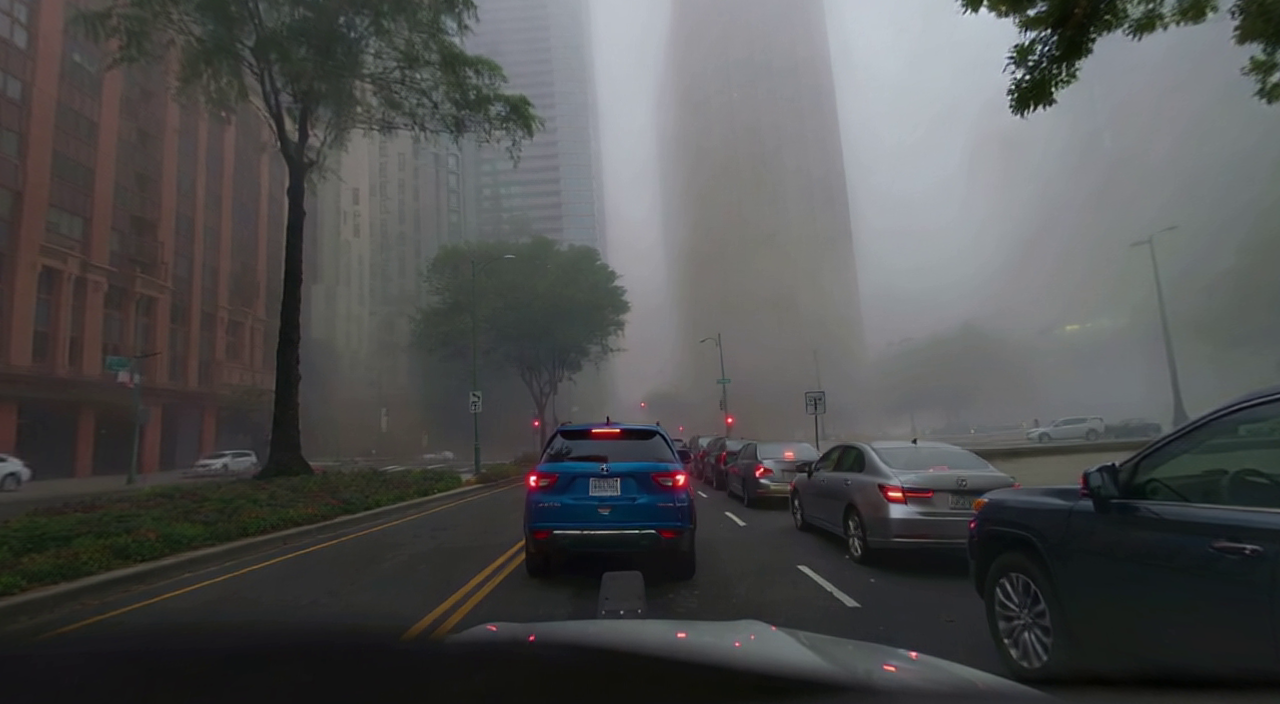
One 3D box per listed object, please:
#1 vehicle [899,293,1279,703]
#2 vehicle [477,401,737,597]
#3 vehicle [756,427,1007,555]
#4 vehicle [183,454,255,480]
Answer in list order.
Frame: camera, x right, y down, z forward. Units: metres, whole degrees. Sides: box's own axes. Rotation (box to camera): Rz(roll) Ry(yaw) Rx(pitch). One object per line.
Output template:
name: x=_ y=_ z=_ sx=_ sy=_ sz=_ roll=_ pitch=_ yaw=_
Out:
vehicle: x=2.997 y=0.752 z=2.259 sx=2.063 sy=1.760 sz=4.664 roll=0 pitch=-9 yaw=-1
vehicle: x=-0.336 y=1.586 z=7.617 sx=2.249 sy=1.684 sz=4.084 roll=0 pitch=-9 yaw=-2
vehicle: x=3.278 y=1.991 z=9.805 sx=1.941 sy=1.482 sz=4.632 roll=0 pitch=-9 yaw=-2
vehicle: x=-26.313 y=7.151 z=39.658 sx=1.960 sy=1.459 sz=4.699 roll=1 pitch=-9 yaw=-10
